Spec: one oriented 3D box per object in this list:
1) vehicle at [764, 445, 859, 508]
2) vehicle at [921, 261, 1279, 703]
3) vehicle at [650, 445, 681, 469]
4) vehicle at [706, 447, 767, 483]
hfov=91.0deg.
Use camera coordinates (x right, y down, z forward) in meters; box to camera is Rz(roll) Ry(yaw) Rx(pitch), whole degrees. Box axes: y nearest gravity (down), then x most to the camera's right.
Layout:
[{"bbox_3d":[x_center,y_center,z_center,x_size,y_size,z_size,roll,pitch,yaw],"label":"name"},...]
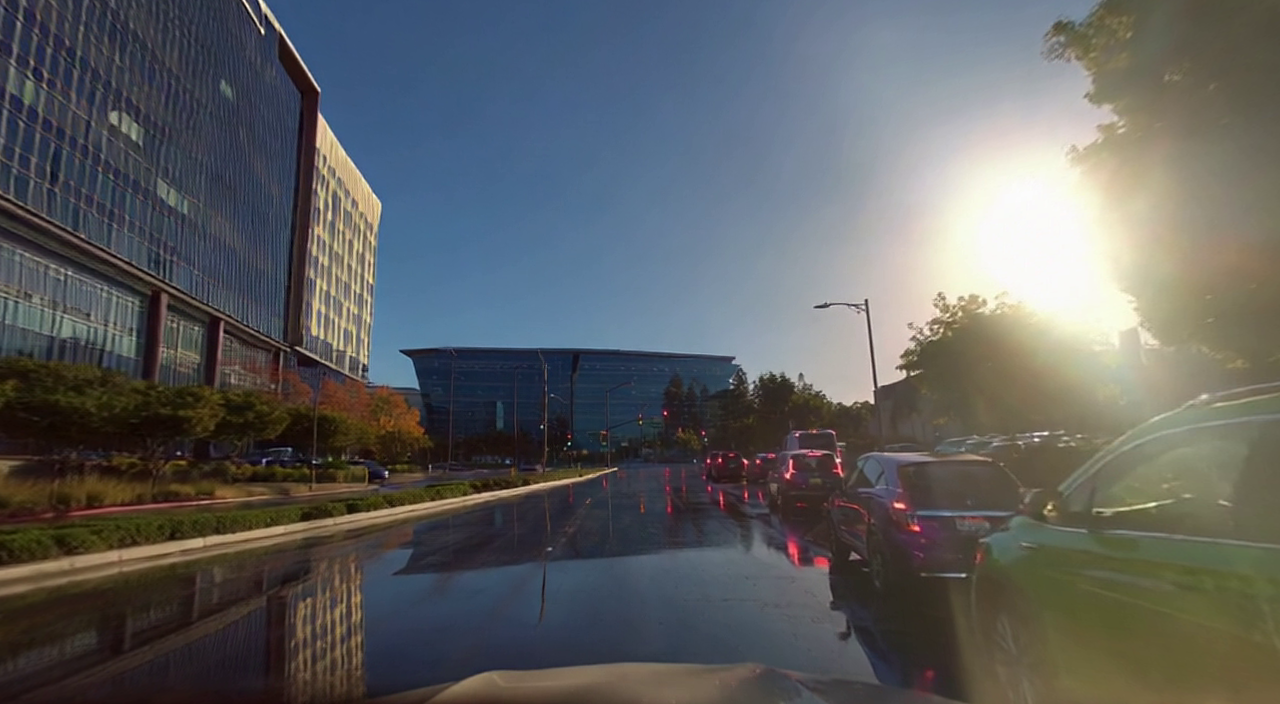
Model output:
[{"bbox_3d":[4.993,3.642,19.055,2.089,1.609,4.922,-1,-9,7],"label":"vehicle"},{"bbox_3d":[2.482,0.693,1.524,2.092,1.703,4.870,-2,-9,10],"label":"vehicle"},{"bbox_3d":[1.982,7.886,47.490,2.121,1.728,4.161,-1,-9,6],"label":"vehicle"},{"bbox_3d":[4.523,5.345,30.129,2.183,1.553,3.923,0,-9,-1],"label":"vehicle"}]
